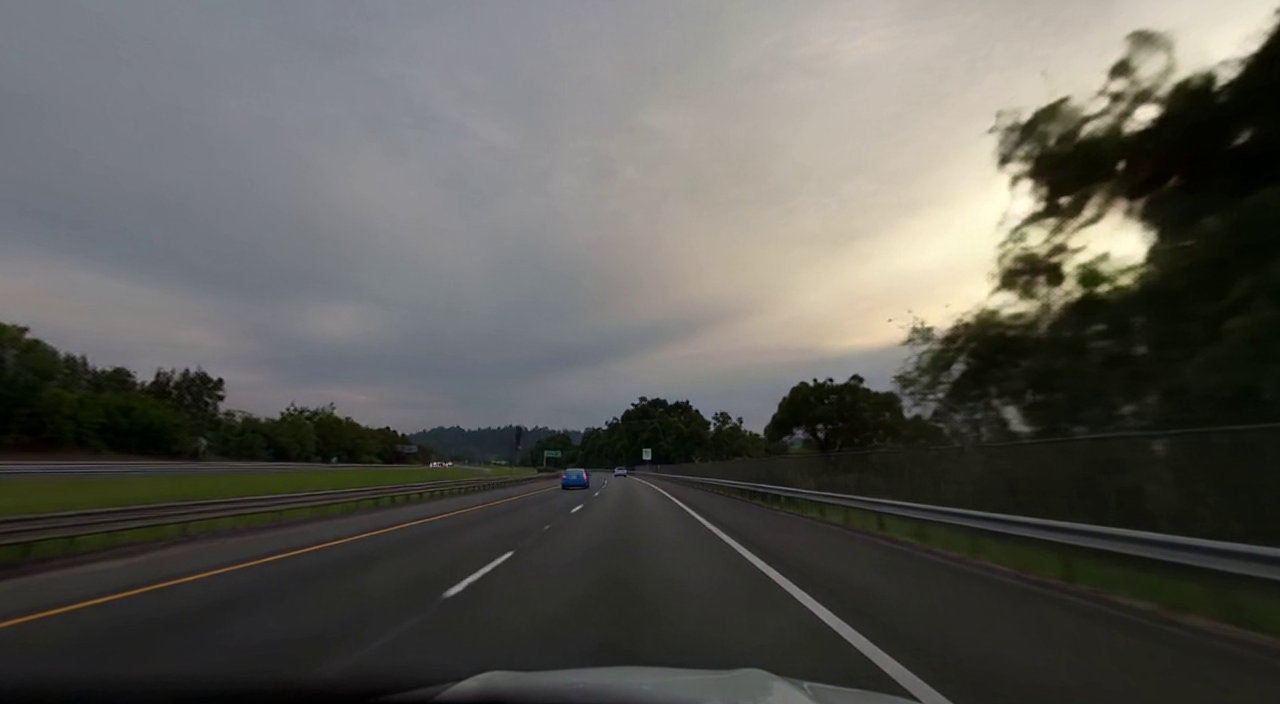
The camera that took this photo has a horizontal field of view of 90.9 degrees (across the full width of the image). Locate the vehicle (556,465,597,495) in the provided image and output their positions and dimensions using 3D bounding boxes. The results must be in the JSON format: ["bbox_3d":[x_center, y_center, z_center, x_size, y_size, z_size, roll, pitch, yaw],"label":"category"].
[{"bbox_3d":[-3.547,7.274,36.022,1.967,1.556,4.364,1,-10,-1],"label":"vehicle"}]
